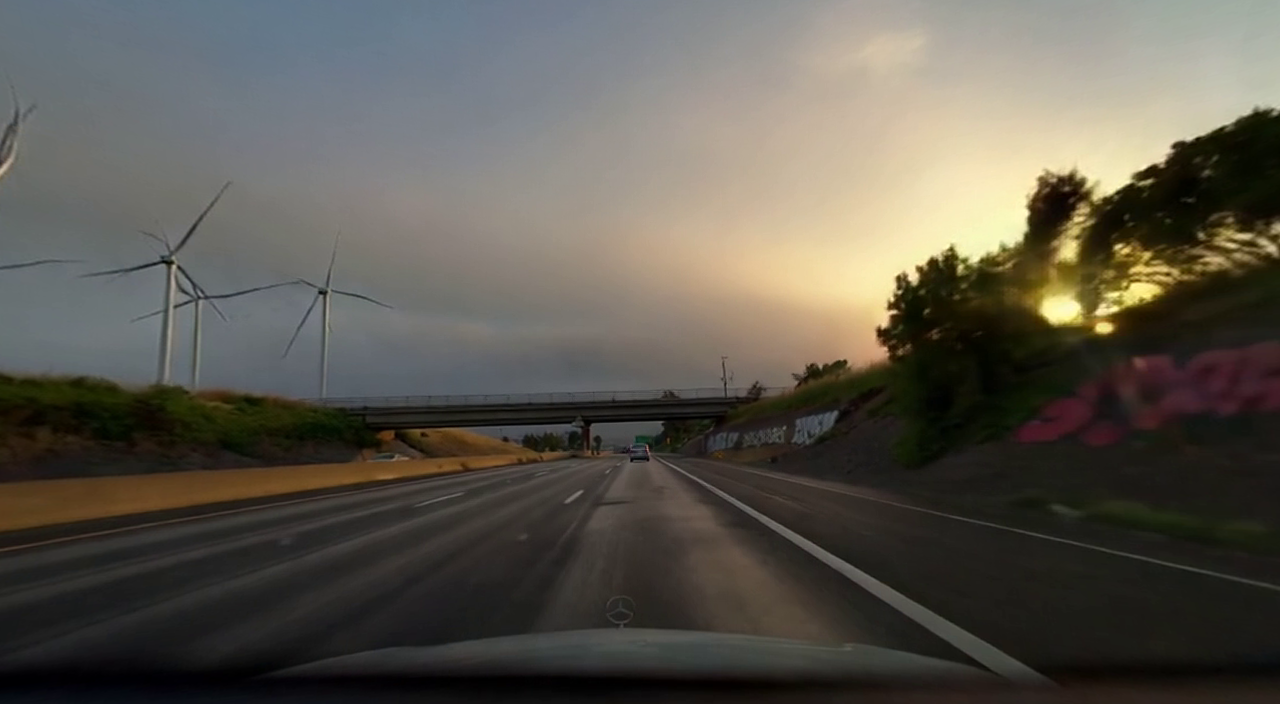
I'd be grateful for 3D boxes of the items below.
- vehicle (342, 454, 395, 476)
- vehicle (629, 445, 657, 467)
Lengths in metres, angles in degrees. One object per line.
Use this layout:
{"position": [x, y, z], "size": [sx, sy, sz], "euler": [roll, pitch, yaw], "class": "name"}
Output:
{"position": [-19.068, 7.974, 44.538], "size": [1.783, 1.432, 4.354], "euler": [0, -9, 1], "class": "vehicle"}
{"position": [0.181, 7.250, 44.117], "size": [1.870, 1.481, 4.234], "euler": [0, -9, 0], "class": "vehicle"}
